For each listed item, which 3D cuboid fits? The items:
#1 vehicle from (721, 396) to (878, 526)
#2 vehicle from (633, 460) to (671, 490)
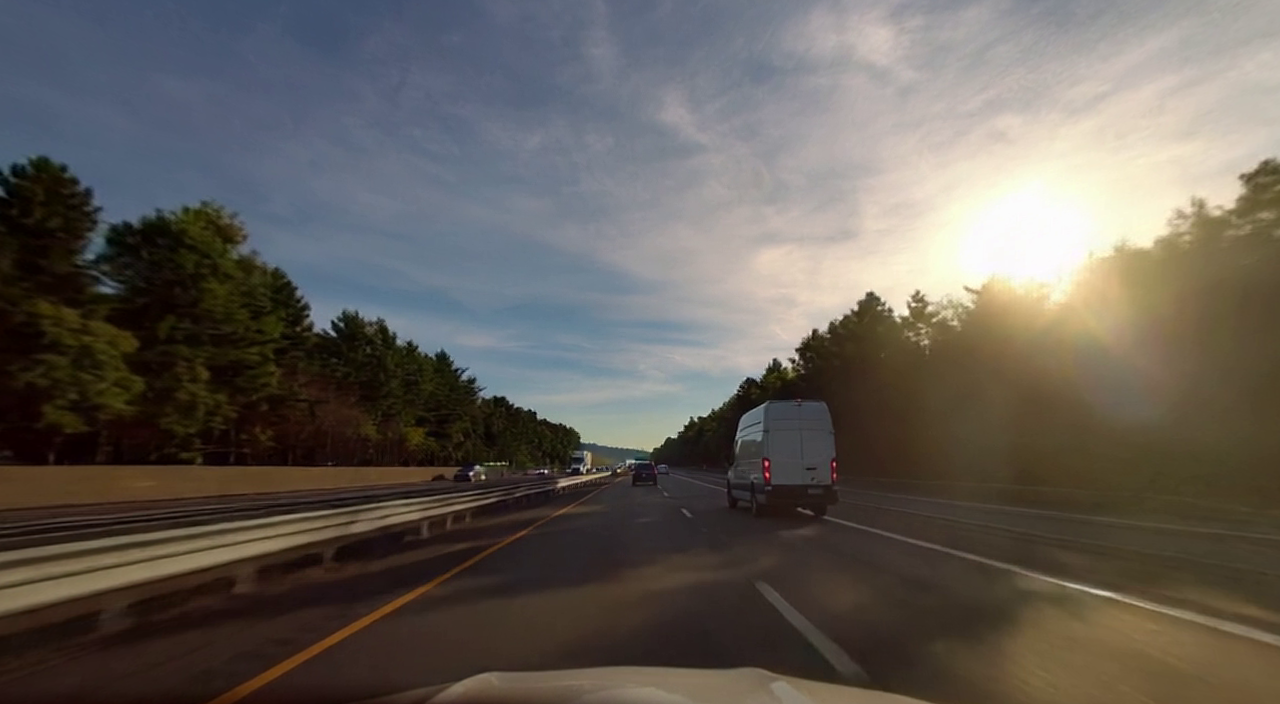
[{"bbox_3d":[4.147,3.173,18.189,2.563,2.975,6.941,1,-11,-1],"label":"vehicle"},{"bbox_3d":[0.725,7.559,38.839,2.212,1.717,4.452,1,-10,1],"label":"vehicle"}]
